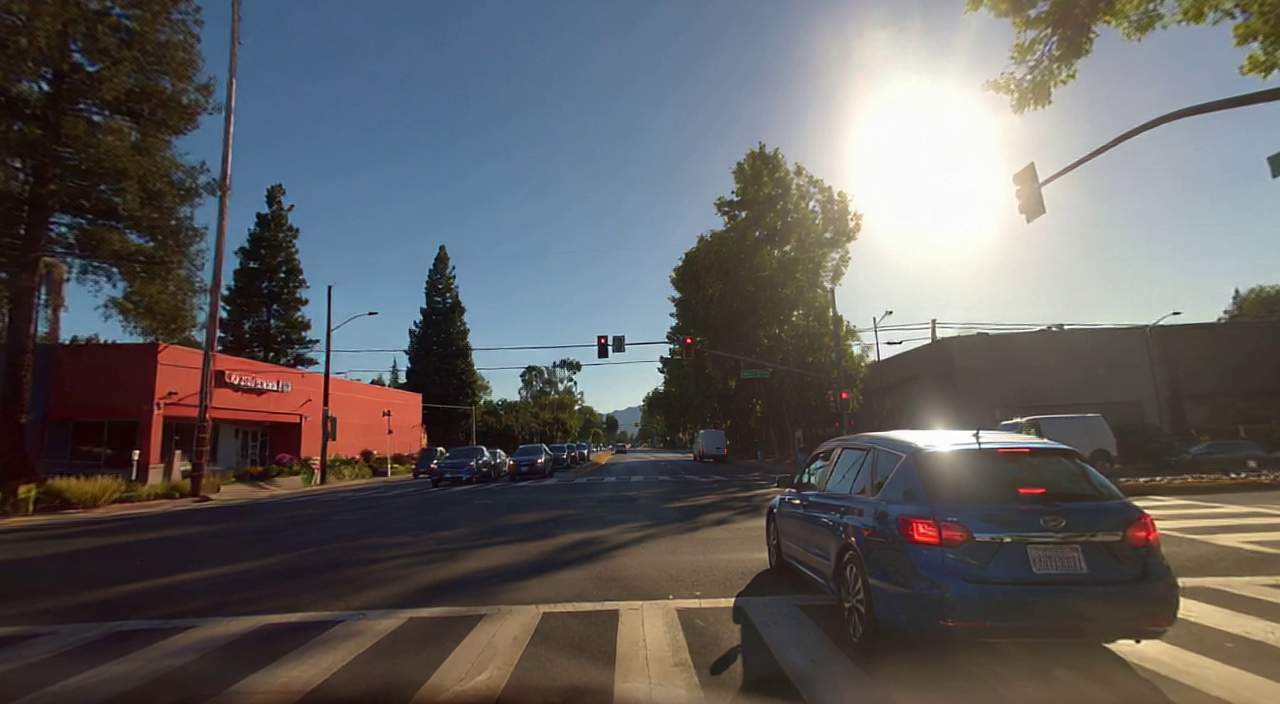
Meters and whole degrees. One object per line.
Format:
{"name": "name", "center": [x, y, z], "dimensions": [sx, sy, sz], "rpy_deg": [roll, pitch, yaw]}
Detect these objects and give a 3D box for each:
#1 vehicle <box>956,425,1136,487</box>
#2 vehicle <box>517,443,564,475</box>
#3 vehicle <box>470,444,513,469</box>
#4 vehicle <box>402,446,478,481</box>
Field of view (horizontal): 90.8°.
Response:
{"name": "vehicle", "center": [14.843, 3.760, 23.123], "dimensions": [5.910, 2.046, 2.228], "rpy_deg": [3, -9, -19]}
{"name": "vehicle", "center": [-4.788, 5.188, 30.908], "dimensions": [1.846, 1.416, 4.228], "rpy_deg": [0, -9, -3]}
{"name": "vehicle", "center": [-9.019, 6.371, 38.755], "dimensions": [1.779, 1.460, 4.463], "rpy_deg": [0, -9, -3]}
{"name": "vehicle", "center": [-9.008, 5.030, 28.879], "dimensions": [2.024, 1.460, 4.381], "rpy_deg": [0, -9, 0]}
